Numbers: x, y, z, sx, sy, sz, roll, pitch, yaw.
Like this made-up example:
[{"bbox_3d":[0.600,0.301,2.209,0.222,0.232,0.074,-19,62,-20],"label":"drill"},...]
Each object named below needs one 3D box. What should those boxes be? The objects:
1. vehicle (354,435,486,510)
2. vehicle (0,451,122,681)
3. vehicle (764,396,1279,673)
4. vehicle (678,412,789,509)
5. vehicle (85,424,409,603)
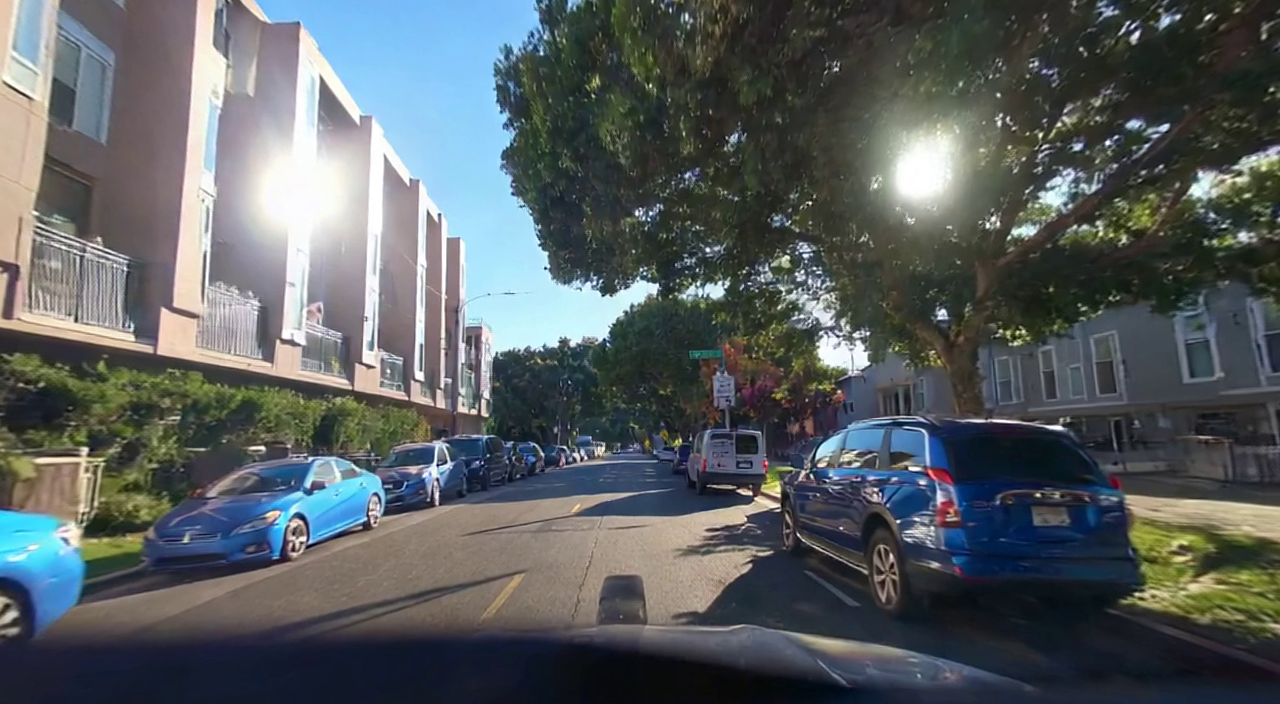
[{"bbox_3d":[-5.690,3.145,17.052,1.838,1.725,4.660,0,-8,0],"label":"vehicle"},{"bbox_3d":[-5.147,1.208,2.628,2.014,1.452,4.721,-2,-8,0],"label":"vehicle"},{"bbox_3d":[2.824,1.477,6.452,2.031,1.655,5.148,0,-8,0],"label":"vehicle"},{"bbox_3d":[2.555,3.043,18.865,2.259,2.119,5.281,-1,-2,-3],"label":"vehicle"},{"bbox_3d":[-5.677,2.235,10.147,2.101,1.646,5.001,-2,-1,-1],"label":"vehicle"}]
